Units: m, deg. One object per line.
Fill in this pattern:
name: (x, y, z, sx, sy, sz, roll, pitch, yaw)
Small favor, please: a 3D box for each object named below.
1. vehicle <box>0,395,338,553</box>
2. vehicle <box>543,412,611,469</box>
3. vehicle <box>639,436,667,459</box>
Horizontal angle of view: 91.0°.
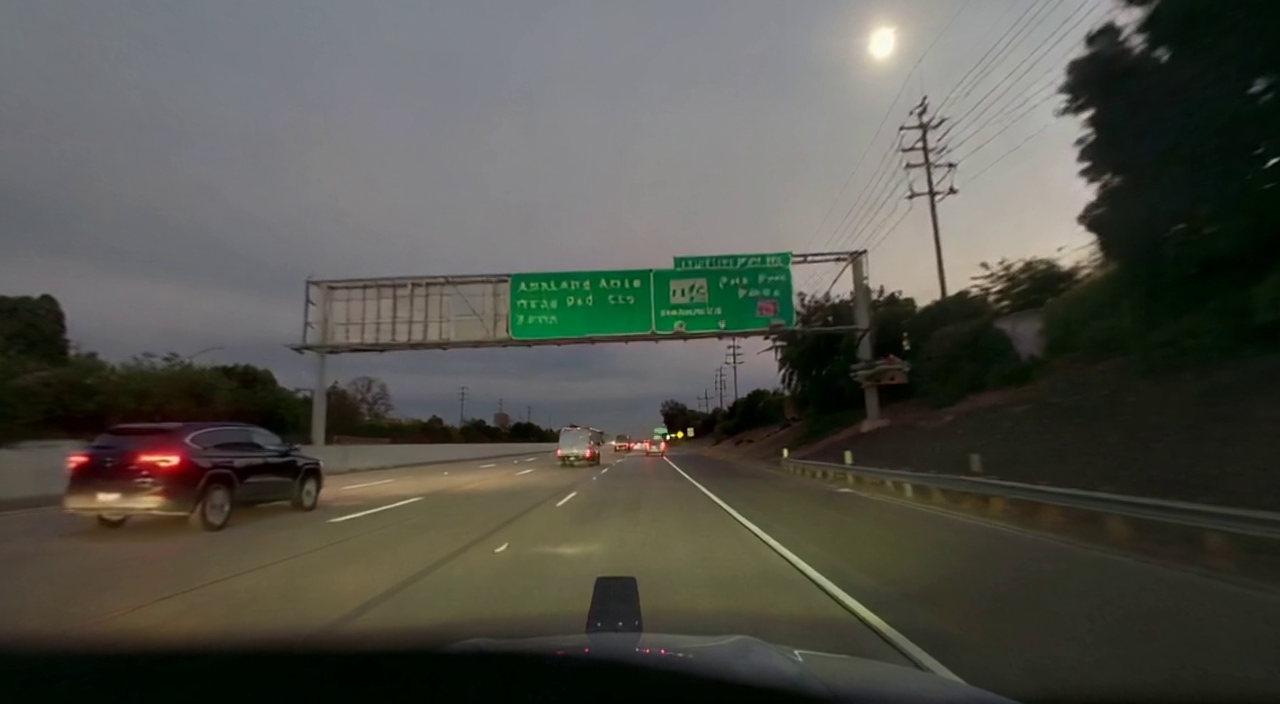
vehicle: (-7.397, 1.865, 10.321, 2.192, 1.893, 5.330, 0, -9, 0)
vehicle: (-3.444, 5.253, 37.176, 2.915, 2.885, 9.394, 0, -9, 1)
vehicle: (1.043, 7.463, 49.214, 2.038, 1.677, 4.219, 0, -9, 2)
